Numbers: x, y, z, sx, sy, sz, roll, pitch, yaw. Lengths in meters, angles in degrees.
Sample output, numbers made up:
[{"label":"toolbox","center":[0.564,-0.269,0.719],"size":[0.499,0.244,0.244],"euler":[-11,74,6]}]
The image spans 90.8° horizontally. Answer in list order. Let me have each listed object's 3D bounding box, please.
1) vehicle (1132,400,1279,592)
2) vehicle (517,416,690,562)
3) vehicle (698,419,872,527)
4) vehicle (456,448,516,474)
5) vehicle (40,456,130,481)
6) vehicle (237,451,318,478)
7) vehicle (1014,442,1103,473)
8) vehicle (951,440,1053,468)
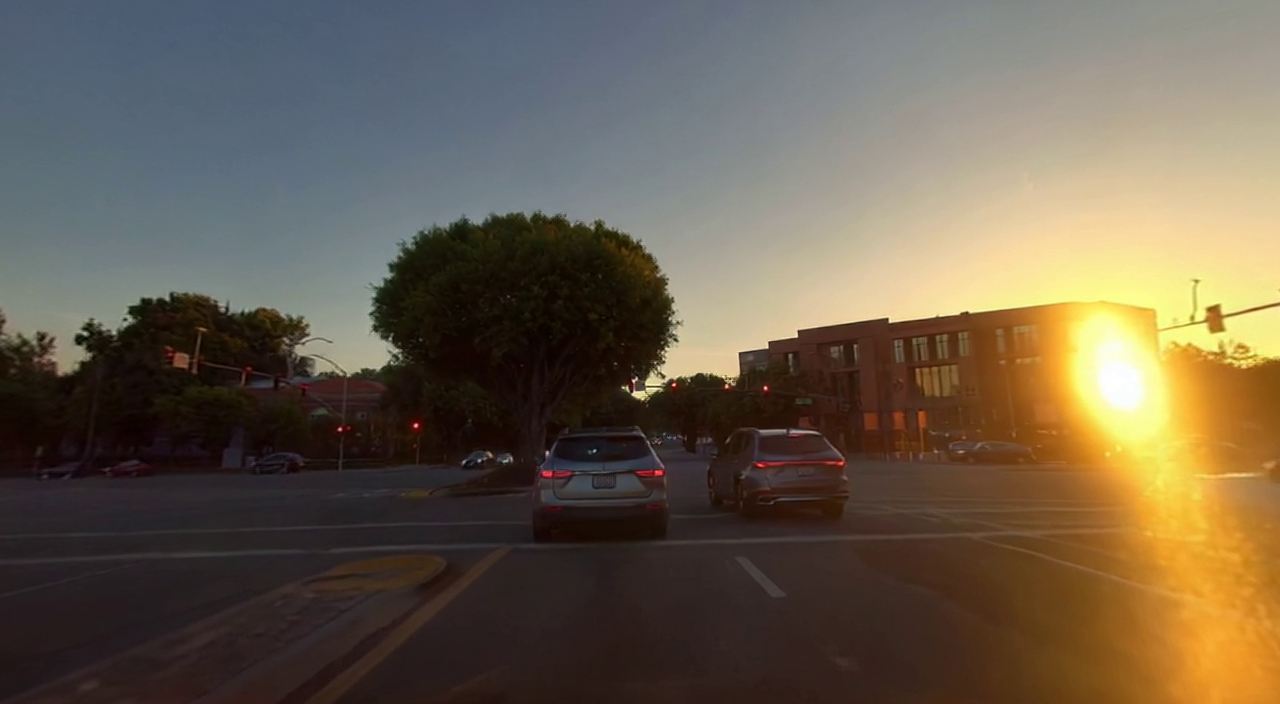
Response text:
[{"label":"vehicle","center":[6.059,1.062,4.410],"size":[1.690,1.538,4.313],"euler":[0,-9,-1]},{"label":"vehicle","center":[-0.541,1.932,9.622],"size":[2.039,1.698,4.144],"euler":[0,-9,-3]},{"label":"vehicle","center":[2.660,2.366,12.885],"size":[2.228,1.798,4.370],"euler":[1,-9,-4]},{"label":"vehicle","center":[-10.191,7.178,41.838],"size":[3.771,1.593,1.789],"euler":[-6,-11,36]},{"label":"vehicle","center":[-37.479,7.834,42.712],"size":[4.253,1.610,1.800],"euler":[0,-9,-1]},{"label":"vehicle","center":[-24.057,7.446,41.955],"size":[4.318,1.712,2.188],"euler":[-3,-9,19]},{"label":"vehicle","center":[27.253,6.883,41.249],"size":[4.322,1.595,1.752],"euler":[-6,-10,2]},{"label":"vehicle","center":[25.860,7.328,45.292],"size":[5.895,1.921,2.150],"euler":[0,-9,1]}]
